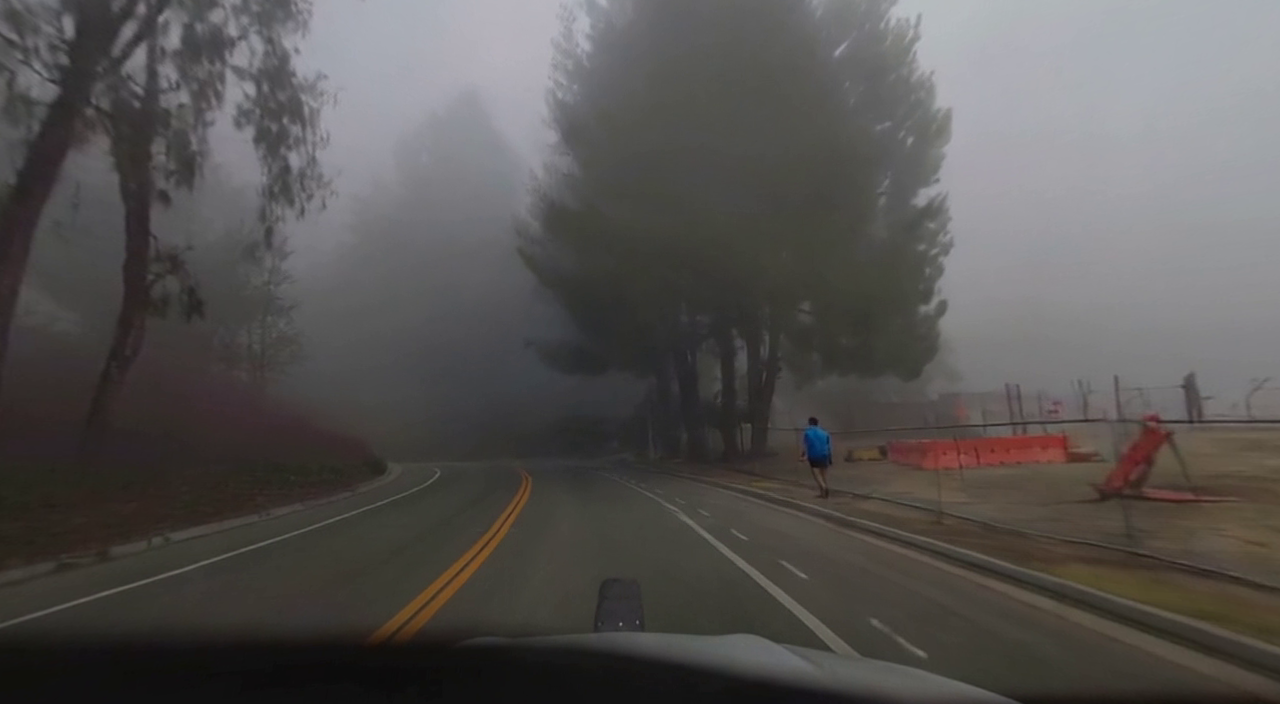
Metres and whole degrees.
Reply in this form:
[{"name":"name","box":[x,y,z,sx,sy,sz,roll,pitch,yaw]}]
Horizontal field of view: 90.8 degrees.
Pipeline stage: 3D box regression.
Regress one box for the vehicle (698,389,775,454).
[{"name":"vehicle","box":[5.958,4.687,41.196,2.984,3.691,10.409,0,-8,-2]}]

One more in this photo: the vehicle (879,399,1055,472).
[{"name":"vehicle","box":[10.890,2.780,21.095,5.021,1.930,2.119,-2,-9,-20]}]

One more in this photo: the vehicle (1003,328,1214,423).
[{"name":"vehicle","box":[11.657,0.686,15.830,4.180,1.880,2.028,6,-7,-14]}]
